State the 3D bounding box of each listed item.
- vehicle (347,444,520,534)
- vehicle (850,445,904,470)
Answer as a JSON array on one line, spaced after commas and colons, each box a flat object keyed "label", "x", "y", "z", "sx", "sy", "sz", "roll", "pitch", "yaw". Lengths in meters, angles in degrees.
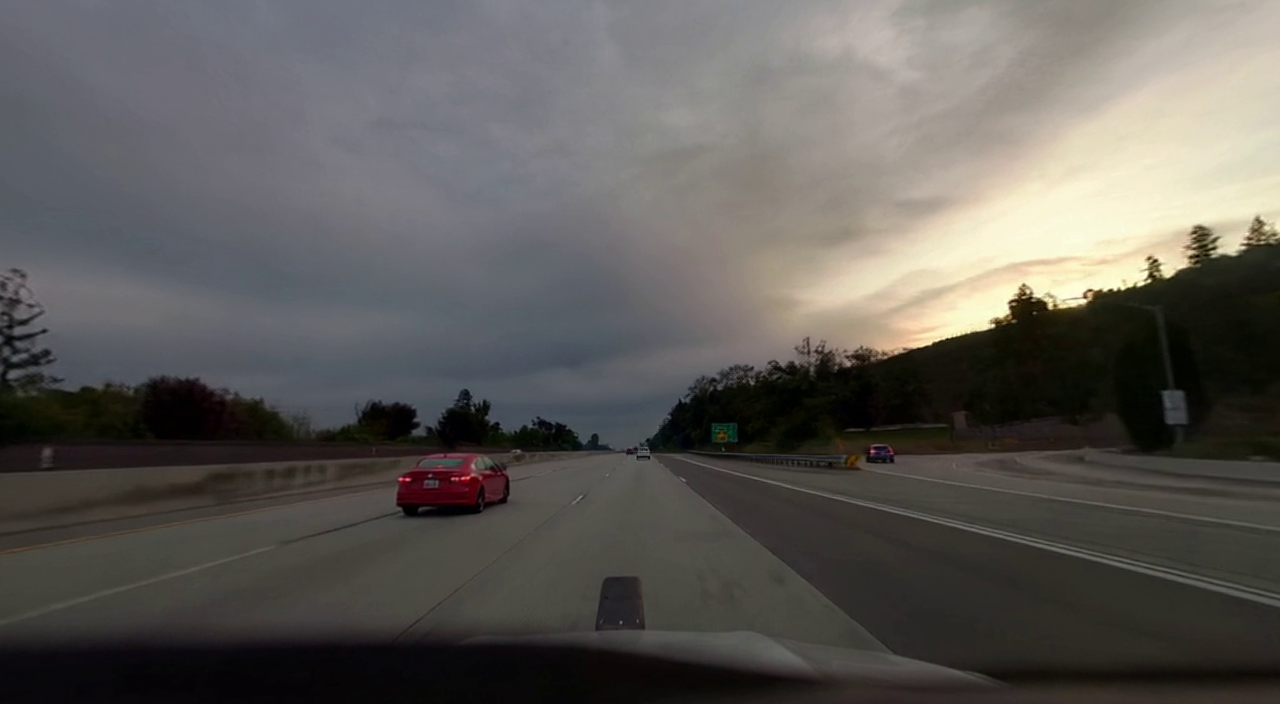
[{"label": "vehicle", "x": -3.812, "y": 2.603, "z": 12.624, "sx": 1.873, "sy": 1.438, "sz": 4.546, "roll": -1, "pitch": -9, "yaw": 1}, {"label": "vehicle", "x": 14.528, "y": 6.503, "z": 38.913, "sx": 1.805, "sy": 1.427, "sz": 4.447, "roll": -1, "pitch": -9, "yaw": 3}]
